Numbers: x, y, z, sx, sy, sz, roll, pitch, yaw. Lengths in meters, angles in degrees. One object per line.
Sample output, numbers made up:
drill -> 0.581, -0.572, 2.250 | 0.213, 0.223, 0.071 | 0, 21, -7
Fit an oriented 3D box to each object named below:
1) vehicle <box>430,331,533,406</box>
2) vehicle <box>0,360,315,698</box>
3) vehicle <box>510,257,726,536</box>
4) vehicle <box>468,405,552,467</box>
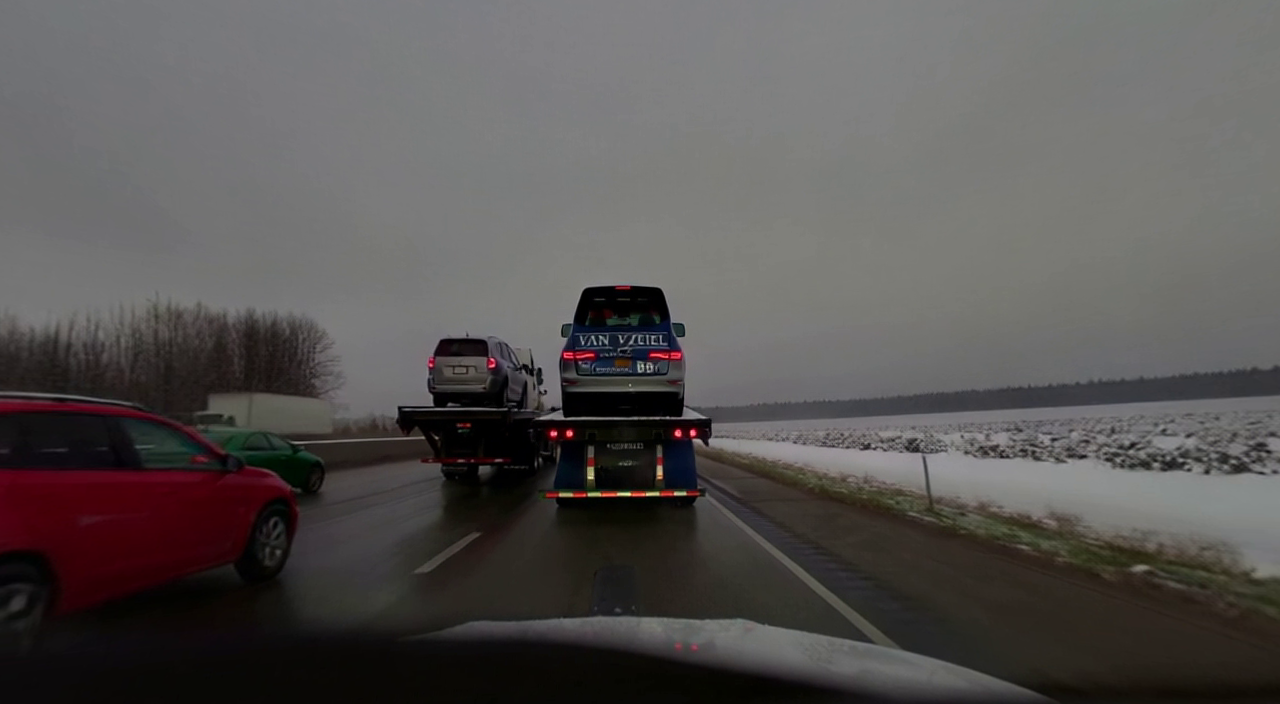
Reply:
vehicle -> -4.641, 0.629, 19.234 | 2.118, 1.799, 4.591 | 0, -7, -2
vehicle -> -4.186, 1.012, 4.115 | 1.914, 1.675, 4.331 | 0, -7, -2
vehicle -> -0.448, 1.131, 12.819 | 2.738, 3.628, 9.223 | 0, -7, -2
vehicle -> -4.706, 3.086, 23.443 | 2.258, 1.970, 4.402 | -2, -7, -2
